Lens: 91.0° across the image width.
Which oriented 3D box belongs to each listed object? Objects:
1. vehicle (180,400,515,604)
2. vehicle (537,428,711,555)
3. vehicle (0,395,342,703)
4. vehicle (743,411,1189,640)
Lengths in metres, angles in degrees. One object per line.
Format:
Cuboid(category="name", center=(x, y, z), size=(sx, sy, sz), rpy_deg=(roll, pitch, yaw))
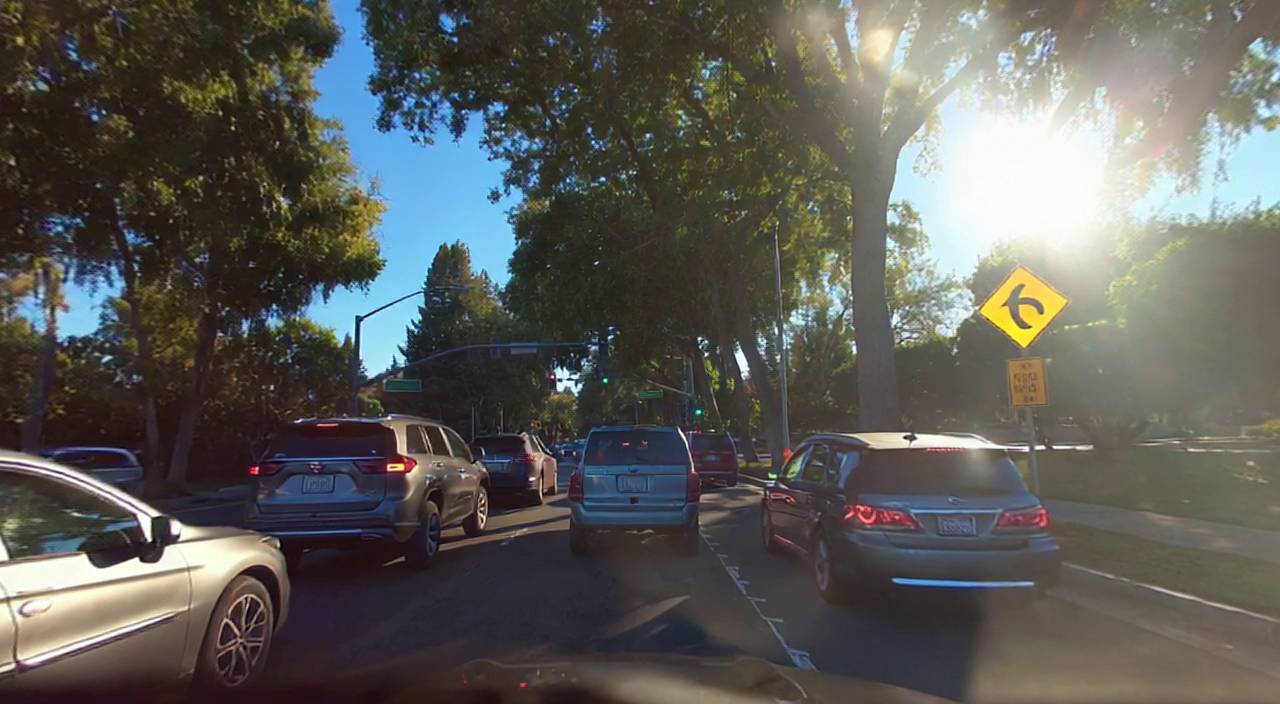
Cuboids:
Cuboid(category="vehicle", center=(-2.891, 1.576, 7.451), size=(1.964, 1.712, 4.097), rpy_deg=(0, -8, 0))
Cuboid(category="vehicle", center=(-0.243, 1.917, 9.333), size=(2.025, 1.453, 3.848), rpy_deg=(0, -8, -2))
Cuboid(category="vehicle", center=(-2.924, 0.837, 1.613), size=(1.974, 1.484, 4.716), rpy_deg=(0, -8, 0))
Cuboid(category="vehicle", center=(2.527, 1.487, 6.527), size=(2.116, 1.497, 4.652), rpy_deg=(0, -8, 0))
